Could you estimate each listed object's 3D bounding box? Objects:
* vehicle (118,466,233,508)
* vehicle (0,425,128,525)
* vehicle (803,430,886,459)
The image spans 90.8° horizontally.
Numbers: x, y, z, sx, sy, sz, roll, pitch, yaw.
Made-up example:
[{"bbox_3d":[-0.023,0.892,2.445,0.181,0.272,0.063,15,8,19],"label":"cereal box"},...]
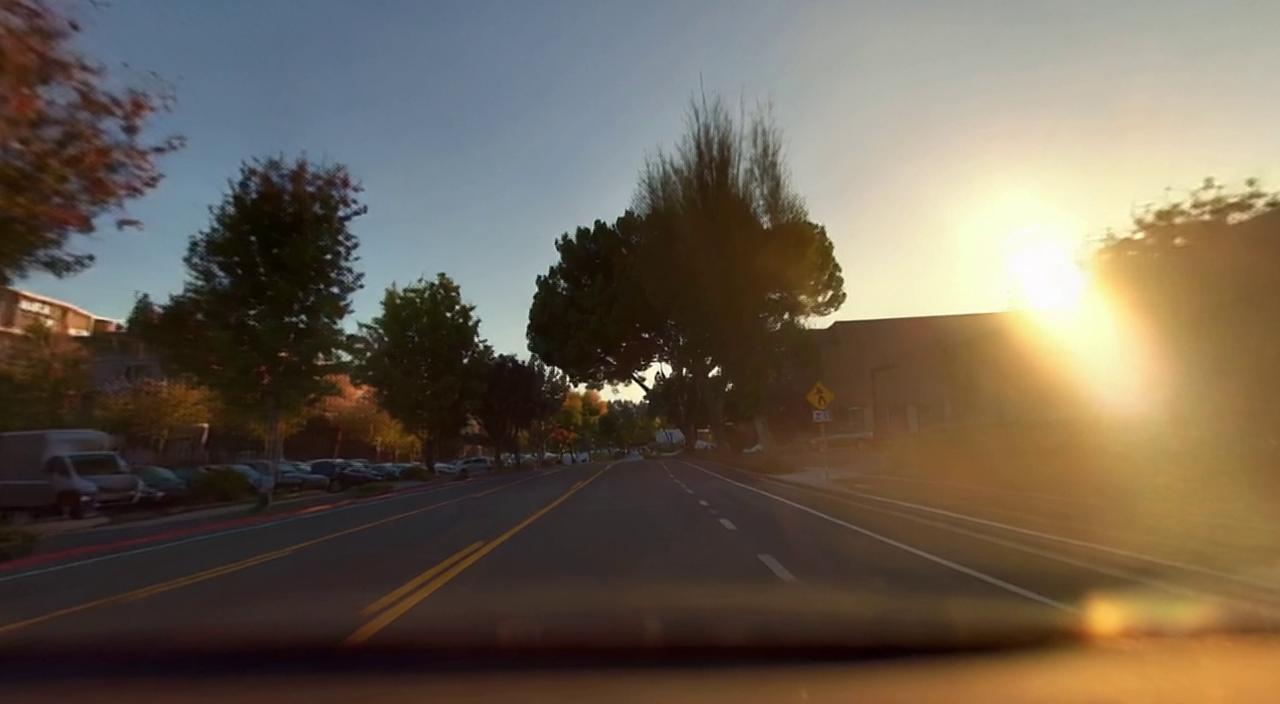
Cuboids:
[{"bbox_3d":[-18.835,5.417,25.609,4.295,1.486,1.881,-5,-10,26],"label":"vehicle"},{"bbox_3d":[-19.459,3.791,19.942,5.971,2.749,2.293,-4,-9,22],"label":"vehicle"},{"bbox_3d":[12.855,5.831,39.707,4.632,1.701,1.975,-5,-10,27],"label":"vehicle"}]
